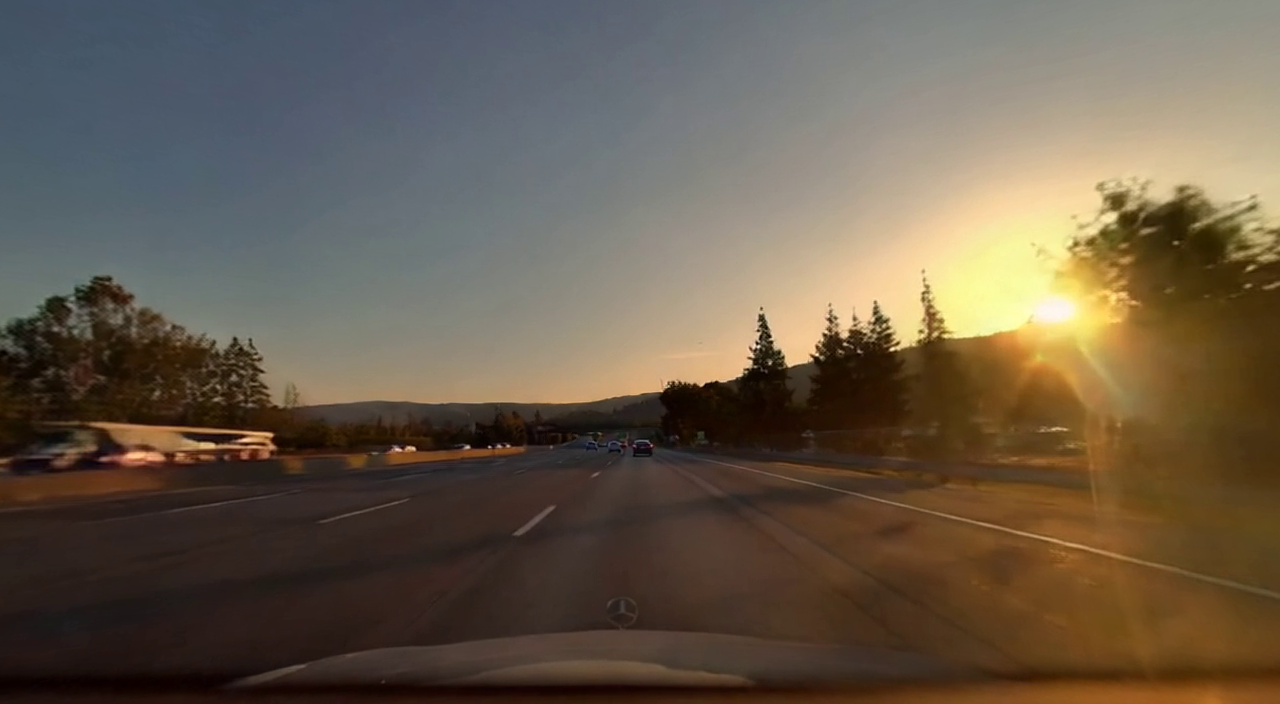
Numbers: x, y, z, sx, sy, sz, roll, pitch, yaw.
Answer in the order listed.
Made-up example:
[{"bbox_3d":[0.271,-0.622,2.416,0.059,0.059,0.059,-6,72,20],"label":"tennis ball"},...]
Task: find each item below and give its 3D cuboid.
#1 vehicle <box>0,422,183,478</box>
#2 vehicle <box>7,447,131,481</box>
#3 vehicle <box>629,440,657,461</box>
[{"bbox_3d":[-36.391,6.517,42.168,2.787,3.117,12.210,0,-9,-1],"label":"vehicle"},{"bbox_3d":[-28.167,5.509,31.395,1.907,1.472,4.580,0,-8,0],"label":"vehicle"},{"bbox_3d":[0.168,7.531,48.544,2.021,1.528,4.154,0,-8,-1],"label":"vehicle"}]
